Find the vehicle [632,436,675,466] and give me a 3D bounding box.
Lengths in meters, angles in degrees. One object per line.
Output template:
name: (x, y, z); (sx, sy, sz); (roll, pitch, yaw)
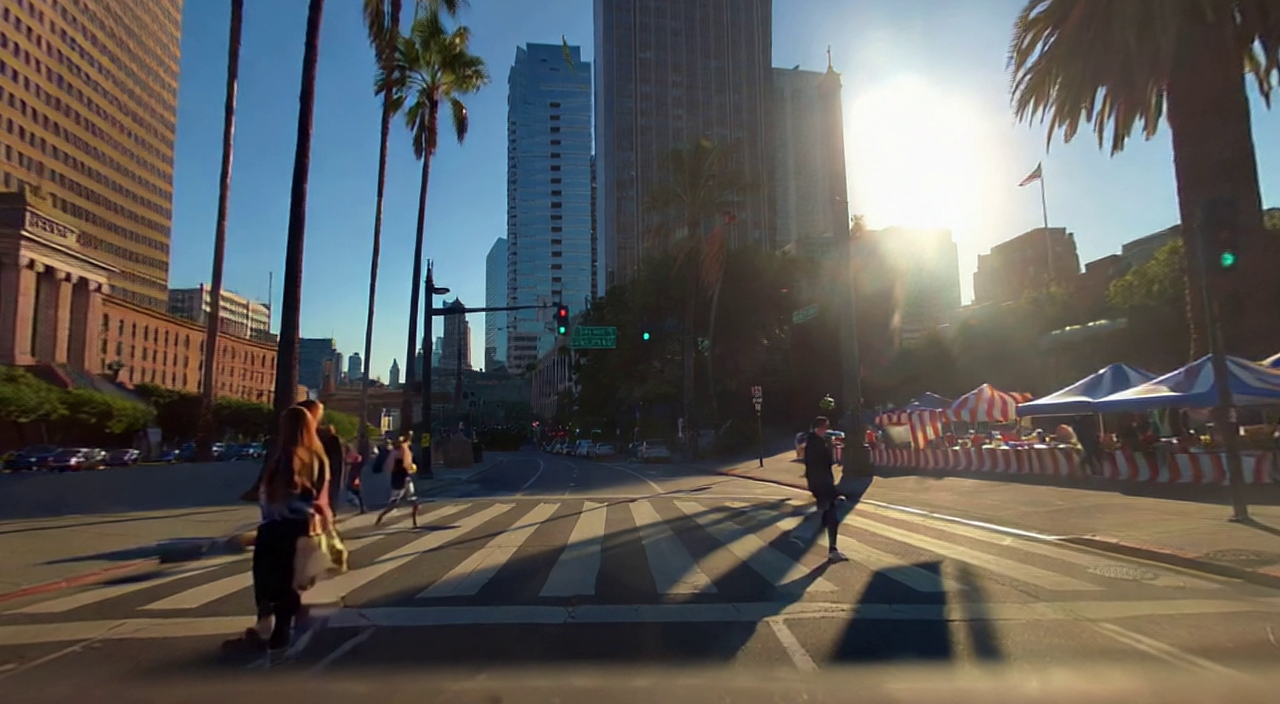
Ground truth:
vehicle: (0.904, 7.292, 46.674); (2.322, 2.071, 5.366); (1, -9, -9)
